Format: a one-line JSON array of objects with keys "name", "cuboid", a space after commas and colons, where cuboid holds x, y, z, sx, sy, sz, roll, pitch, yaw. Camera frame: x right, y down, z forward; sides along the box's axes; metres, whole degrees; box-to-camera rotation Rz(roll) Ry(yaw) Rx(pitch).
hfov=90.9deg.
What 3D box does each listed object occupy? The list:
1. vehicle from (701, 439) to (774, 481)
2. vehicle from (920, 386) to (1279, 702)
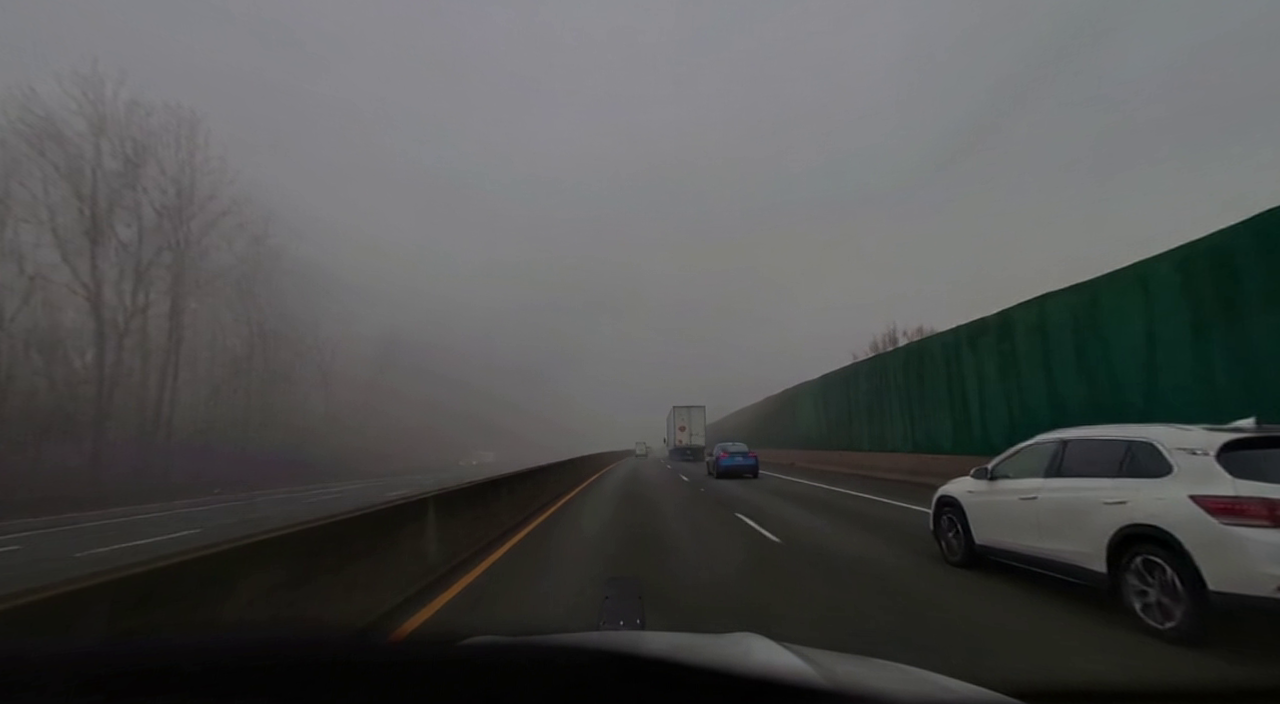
[{"name": "vehicle", "cuboid": [3.666, 4.136, 24.490, 2.000, 1.473, 4.440, 1, -8, -2]}, {"name": "vehicle", "cuboid": [4.057, 1.178, 4.703, 1.940, 1.539, 4.005, 1, -8, -2]}]
